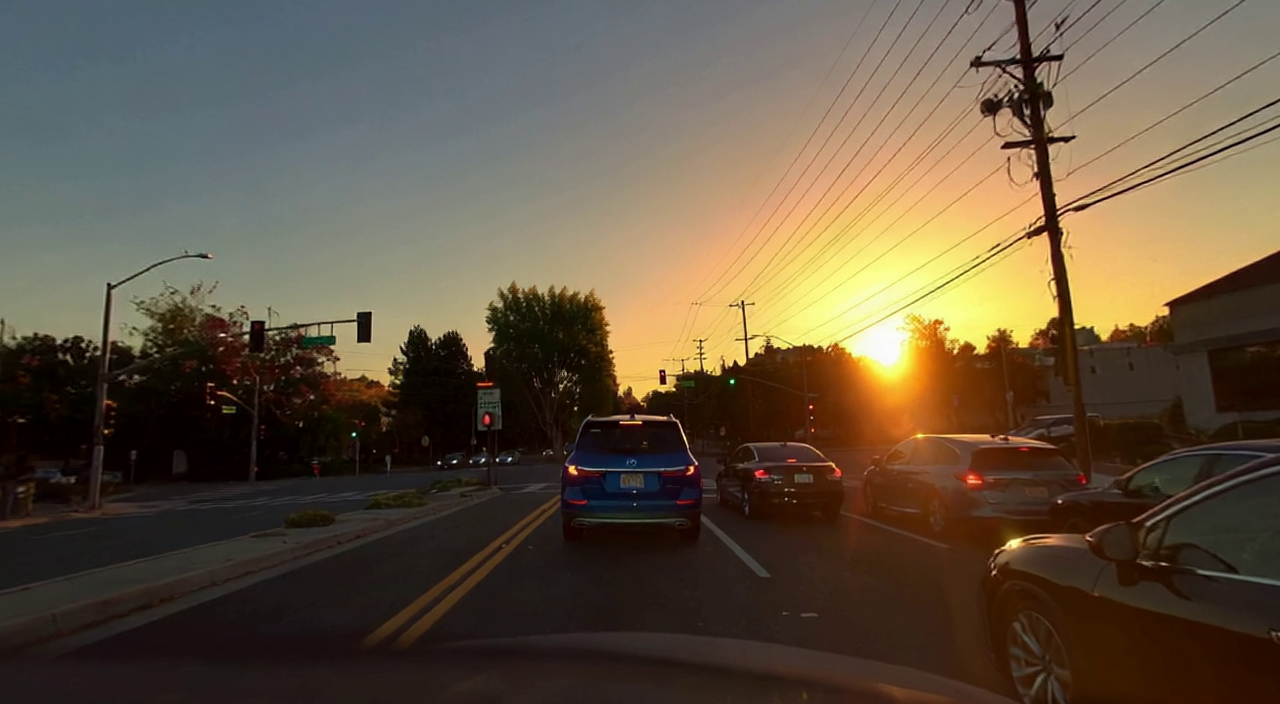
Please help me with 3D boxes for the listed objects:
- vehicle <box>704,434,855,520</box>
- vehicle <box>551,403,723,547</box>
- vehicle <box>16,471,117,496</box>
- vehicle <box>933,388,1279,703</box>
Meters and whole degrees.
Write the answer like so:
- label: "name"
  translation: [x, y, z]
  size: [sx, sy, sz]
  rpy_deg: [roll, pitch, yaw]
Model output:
- label: "vehicle"
  translation: [2.671, 2.510, 13.283]
  size: [2.025, 1.477, 4.333]
  rpy_deg: [0, -8, -2]
- label: "vehicle"
  translation: [-0.117, 1.971, 10.764]
  size: [2.236, 1.856, 4.816]
  rpy_deg: [0, -9, -2]
- label: "vehicle"
  translation: [-38.331, 8.776, 42.324]
  size: [4.569, 1.505, 1.992]
  rpy_deg: [0, -9, -5]
- label: "vehicle"
  translation: [2.731, 0.796, 1.479]
  size: [2.004, 1.460, 4.297]
  rpy_deg: [0, -9, 0]
